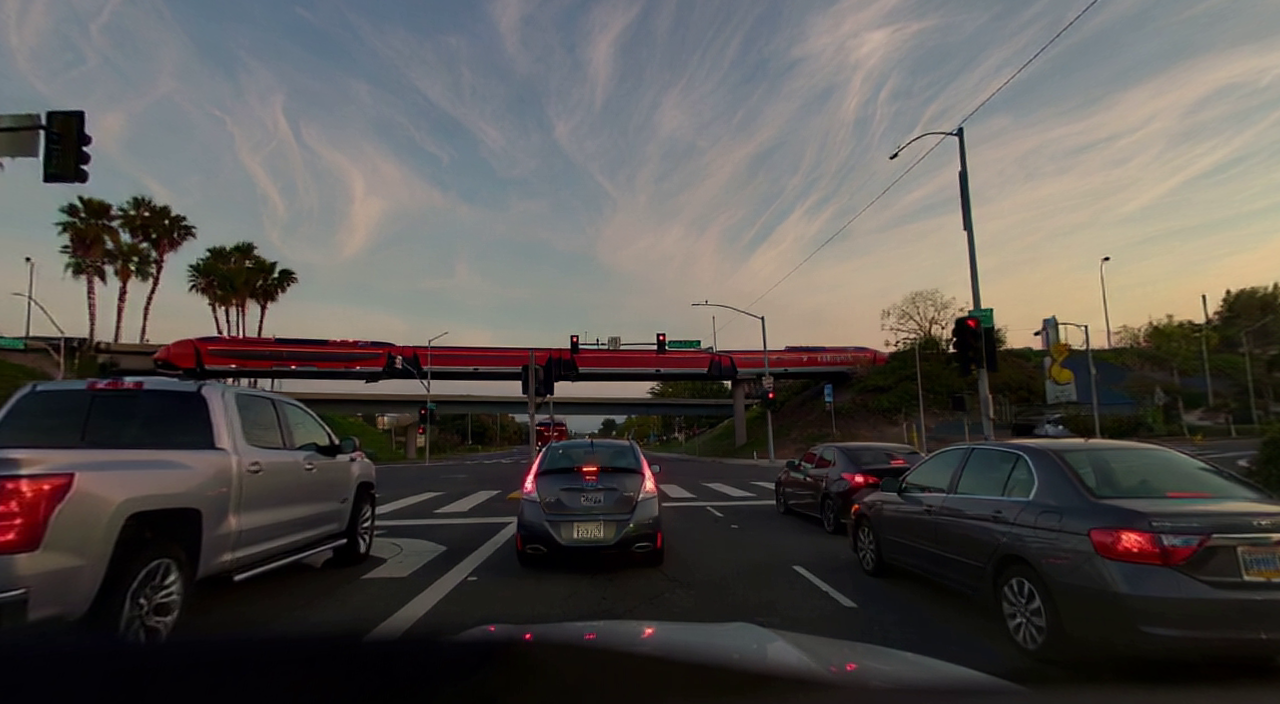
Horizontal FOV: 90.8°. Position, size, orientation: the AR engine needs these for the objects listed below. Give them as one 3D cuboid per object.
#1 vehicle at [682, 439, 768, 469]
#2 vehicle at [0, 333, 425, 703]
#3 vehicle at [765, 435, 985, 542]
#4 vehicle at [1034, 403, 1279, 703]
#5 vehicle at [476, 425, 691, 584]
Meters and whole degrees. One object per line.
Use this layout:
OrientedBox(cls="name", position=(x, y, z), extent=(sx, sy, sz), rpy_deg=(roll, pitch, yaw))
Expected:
OrientedBox(cls="vehicle", position=(4.186, 5.139, 31.981), extent=(1.878, 1.428, 4.416), rpy_deg=(5, -10, -32))
OrientedBox(cls="vehicle", position=(-3.862, 1.220, 5.655), extent=(2.078, 1.838, 5.448), rpy_deg=(0, -9, -2))
OrientedBox(cls="vehicle", position=(3.693, 2.219, 11.000), extent=(1.965, 1.448, 4.486), rpy_deg=(0, -9, -2))
OrientedBox(cls="vehicle", position=(3.883, 0.892, 2.202), extent=(2.052, 1.496, 4.541), rpy_deg=(0, -9, 0))
OrientedBox(cls="vehicle", position=(-0.643, 1.759, 8.132), extent=(2.035, 1.491, 4.090), rpy_deg=(0, -9, -3))
